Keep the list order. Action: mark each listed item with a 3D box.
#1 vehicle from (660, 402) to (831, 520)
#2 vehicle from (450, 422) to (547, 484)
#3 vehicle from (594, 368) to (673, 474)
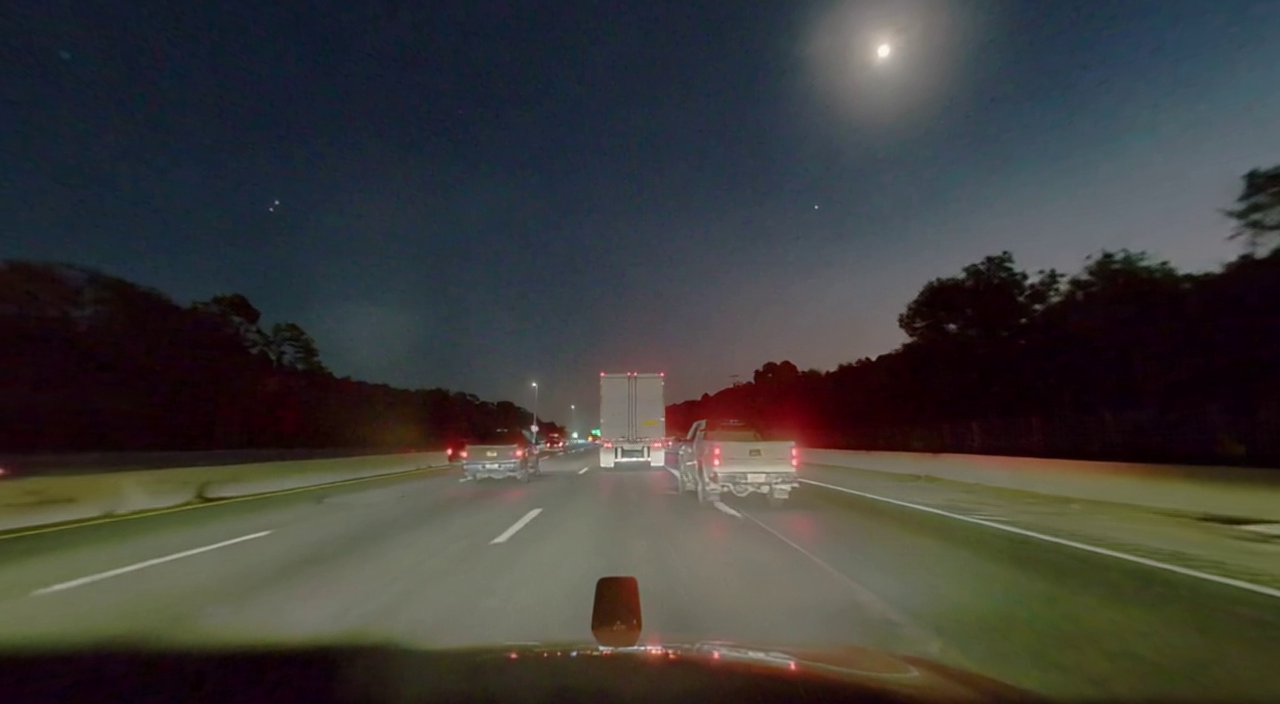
[{"bbox_3d":[1.756,2.055,12.462,2.118,1.832,4.901,1,-8,-5],"label":"vehicle"},{"bbox_3d":[-4.382,3.186,20.229,2.134,1.752,4.375,0,-8,0],"label":"vehicle"},{"bbox_3d":[-0.546,3.245,28.660,2.904,3.915,10.473,0,-8,-3],"label":"vehicle"}]
